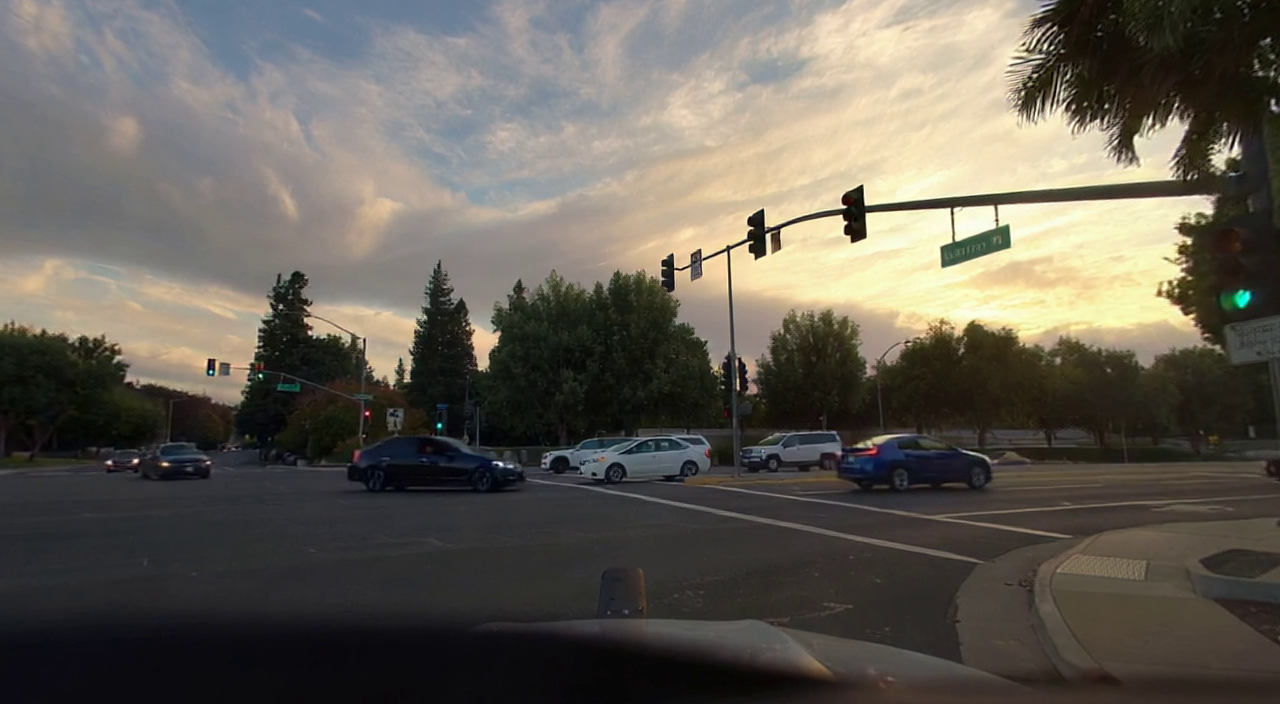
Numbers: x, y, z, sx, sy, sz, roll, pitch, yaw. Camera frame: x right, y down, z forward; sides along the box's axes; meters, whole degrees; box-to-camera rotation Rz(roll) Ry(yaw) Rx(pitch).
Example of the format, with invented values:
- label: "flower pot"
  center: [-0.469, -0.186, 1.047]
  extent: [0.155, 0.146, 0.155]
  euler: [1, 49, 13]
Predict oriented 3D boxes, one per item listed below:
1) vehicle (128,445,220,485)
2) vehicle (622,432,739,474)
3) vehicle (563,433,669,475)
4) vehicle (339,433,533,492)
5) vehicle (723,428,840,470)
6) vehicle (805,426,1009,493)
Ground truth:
- label: "vehicle"
  center: [-18.705, 4.452, 25.223]
  extent: [4.589, 1.462, 1.953]
  euler: [-8, -11, 42]
- label: "vehicle"
  center: [1.673, 4.148, 26.087]
  extent: [4.483, 1.589, 1.852]
  euler: [4, -9, -26]
- label: "vehicle"
  center: [-1.067, 4.581, 28.515]
  extent: [4.360, 1.749, 1.895]
  euler: [4, -10, -29]
- label: "vehicle"
  center: [-5.639, 3.038, 17.592]
  extent: [4.826, 1.484, 2.000]
  euler: [-3, -9, 17]
- label: "vehicle"
  center: [7.342, 5.051, 32.580]
  extent: [5.791, 1.964, 2.199]
  euler: [6, -10, -27]
- label: "vehicle"
  center: [8.049, 3.205, 19.143]
  extent: [5.332, 1.807, 2.450]
  euler: [3, -9, -19]
